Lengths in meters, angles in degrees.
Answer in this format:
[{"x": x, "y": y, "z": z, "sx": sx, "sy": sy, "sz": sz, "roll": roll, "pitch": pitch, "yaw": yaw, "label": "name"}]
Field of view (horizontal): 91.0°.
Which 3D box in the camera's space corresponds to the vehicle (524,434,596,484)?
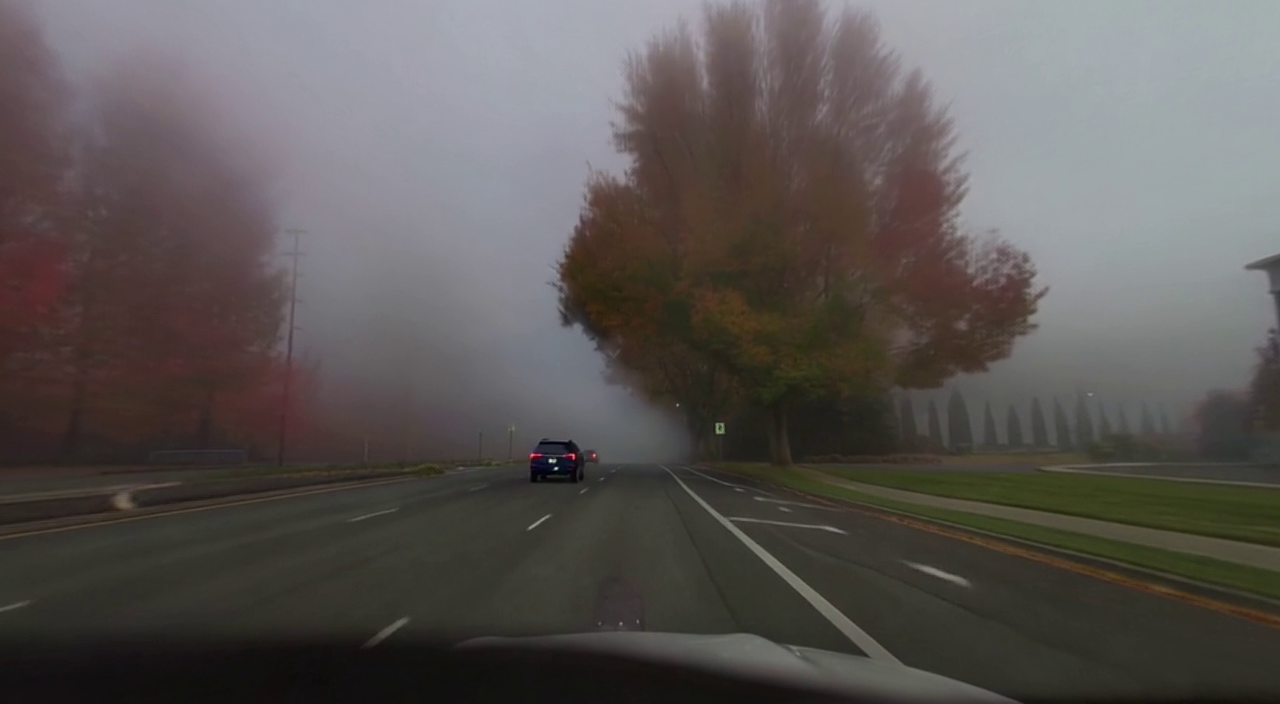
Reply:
[{"x": -3.048, "y": 4.215, "z": 25.086, "sx": 2.112, "sy": 1.779, "sz": 4.489, "roll": 0, "pitch": -9, "yaw": 2, "label": "vehicle"}]
